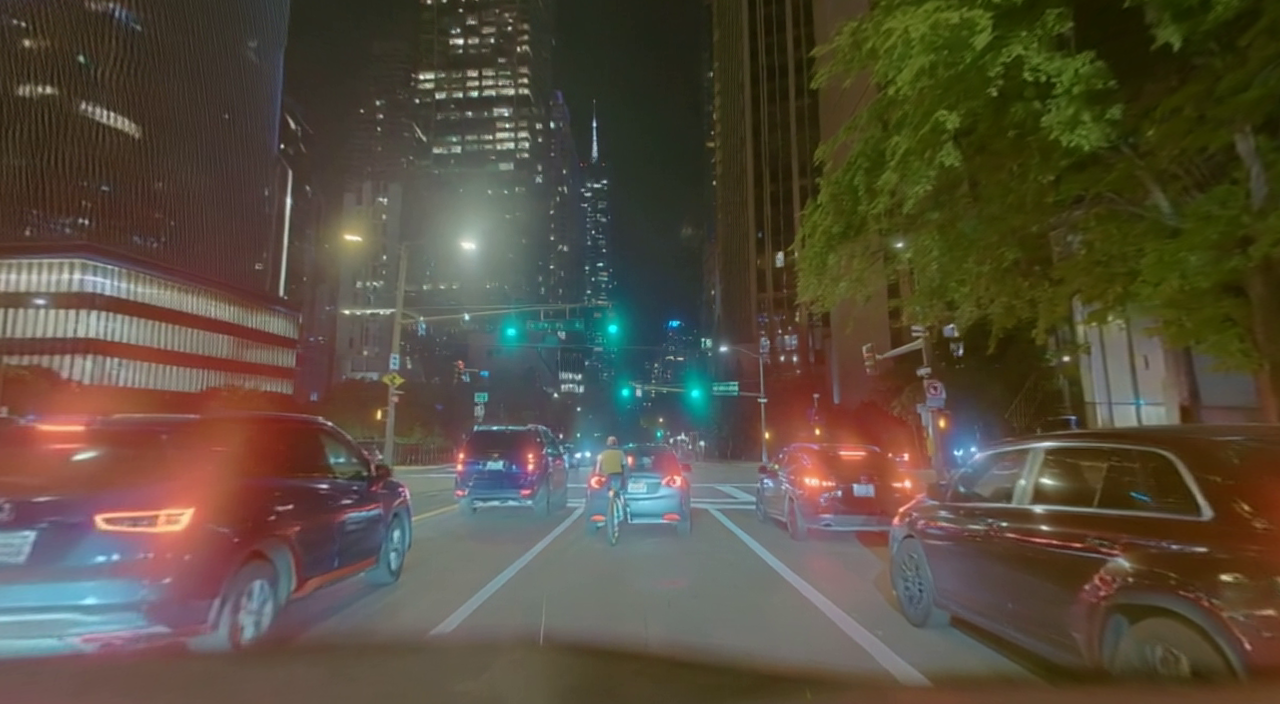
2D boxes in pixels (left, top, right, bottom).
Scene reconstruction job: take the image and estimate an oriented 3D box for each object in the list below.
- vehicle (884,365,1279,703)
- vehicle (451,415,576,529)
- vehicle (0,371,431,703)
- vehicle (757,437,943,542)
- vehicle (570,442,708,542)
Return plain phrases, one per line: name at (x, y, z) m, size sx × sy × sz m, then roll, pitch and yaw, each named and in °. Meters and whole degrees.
vehicle at (3.344, 1.079, 3.659) m, size 2.179 × 1.631 × 4.173 m, roll 0°, pitch -8°, yaw 0°
vehicle at (-2.501, 2.449, 13.386) m, size 1.683 × 2.039 × 3.703 m, roll 0°, pitch -8°, yaw 3°
vehicle at (-3.417, 1.273, 5.115) m, size 2.046 × 1.744 × 4.407 m, roll 0°, pitch -8°, yaw -2°
vehicle at (3.569, 2.393, 11.756) m, size 1.973 × 1.537 × 4.533 m, roll 0°, pitch -8°, yaw 1°
vehicle at (0.009, 2.348, 11.259) m, size 2.031 × 1.461 × 3.763 m, roll 0°, pitch -8°, yaw 1°
